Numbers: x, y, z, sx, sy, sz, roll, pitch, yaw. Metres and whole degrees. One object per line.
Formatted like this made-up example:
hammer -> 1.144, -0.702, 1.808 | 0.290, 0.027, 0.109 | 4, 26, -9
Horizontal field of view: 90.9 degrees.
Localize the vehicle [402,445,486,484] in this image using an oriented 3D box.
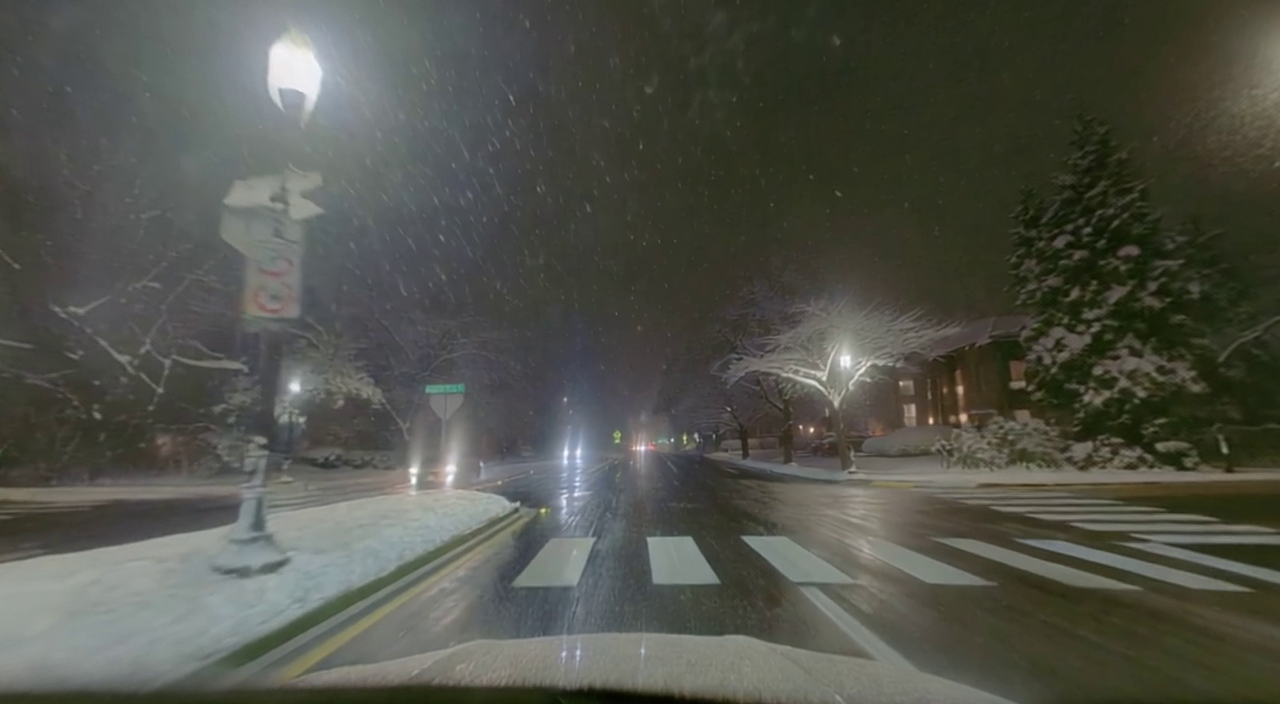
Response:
vehicle -> -7.941, 4.572, 26.006 | 1.900, 1.472, 4.574 | 0, -8, 1
